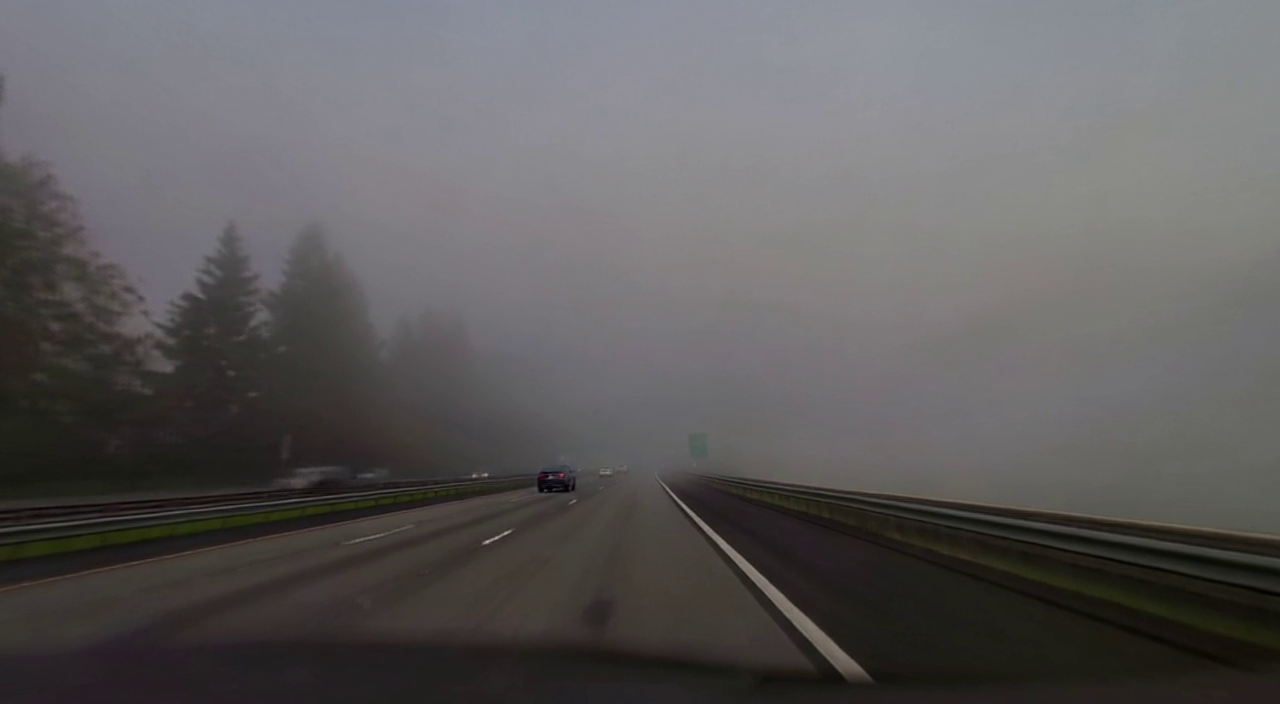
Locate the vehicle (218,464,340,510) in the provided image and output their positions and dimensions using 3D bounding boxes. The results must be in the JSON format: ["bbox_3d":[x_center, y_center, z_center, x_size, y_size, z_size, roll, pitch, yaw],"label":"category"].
[{"bbox_3d":[-12.722,4.756,22.542,1.869,1.453,4.165,1,-10,0],"label":"vehicle"}]

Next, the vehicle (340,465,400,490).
[{"bbox_3d":[-17.167,7.995,40.291,1.867,1.503,4.432,1,-10,0],"label":"vehicle"}]

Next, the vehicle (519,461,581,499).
[{"bbox_3d":[-3.837,5.570,27.579,2.043,1.486,4.442,1,-10,0],"label":"vehicle"}]
